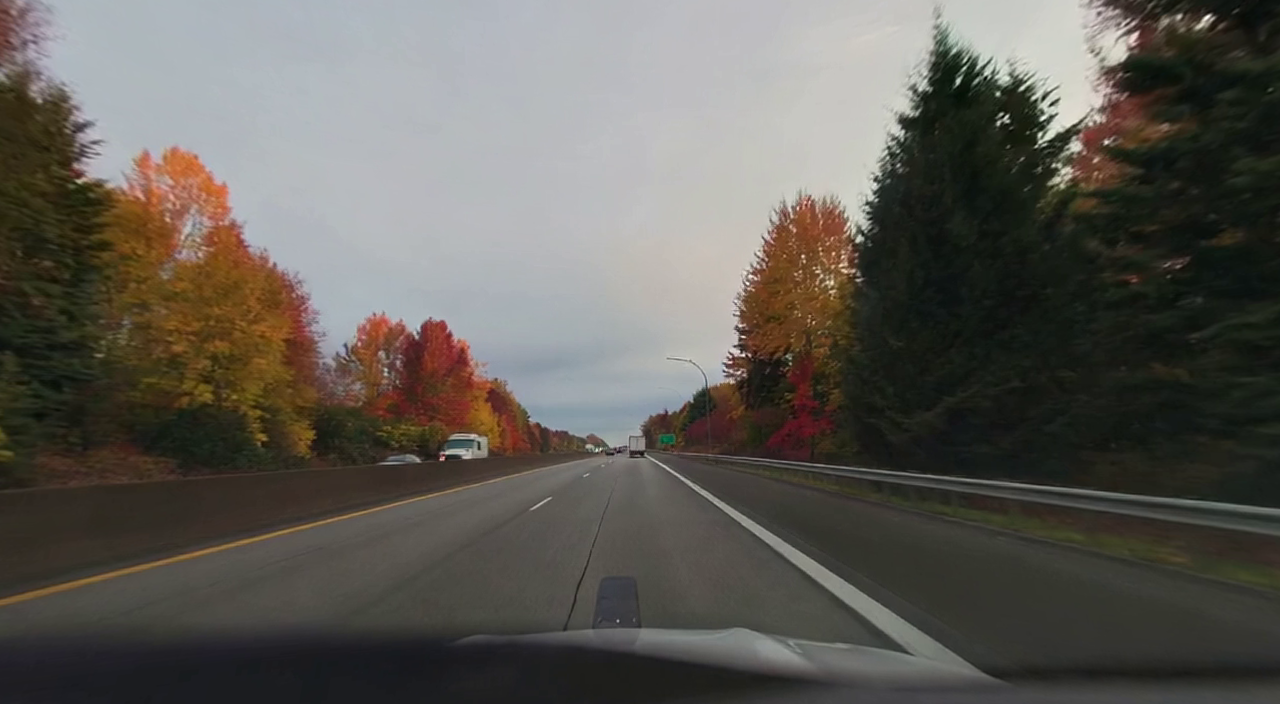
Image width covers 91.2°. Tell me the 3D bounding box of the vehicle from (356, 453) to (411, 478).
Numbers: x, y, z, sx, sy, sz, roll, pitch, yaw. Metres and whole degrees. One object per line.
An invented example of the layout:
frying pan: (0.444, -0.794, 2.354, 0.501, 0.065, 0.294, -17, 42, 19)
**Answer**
vehicle: (-16.940, 7.523, 41.666, 1.850, 1.516, 4.378, 0, -9, -1)

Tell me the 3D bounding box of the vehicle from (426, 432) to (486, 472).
vehicle: (-13.323, 7.293, 45.852, 2.347, 2.651, 6.933, 0, -9, -1)
